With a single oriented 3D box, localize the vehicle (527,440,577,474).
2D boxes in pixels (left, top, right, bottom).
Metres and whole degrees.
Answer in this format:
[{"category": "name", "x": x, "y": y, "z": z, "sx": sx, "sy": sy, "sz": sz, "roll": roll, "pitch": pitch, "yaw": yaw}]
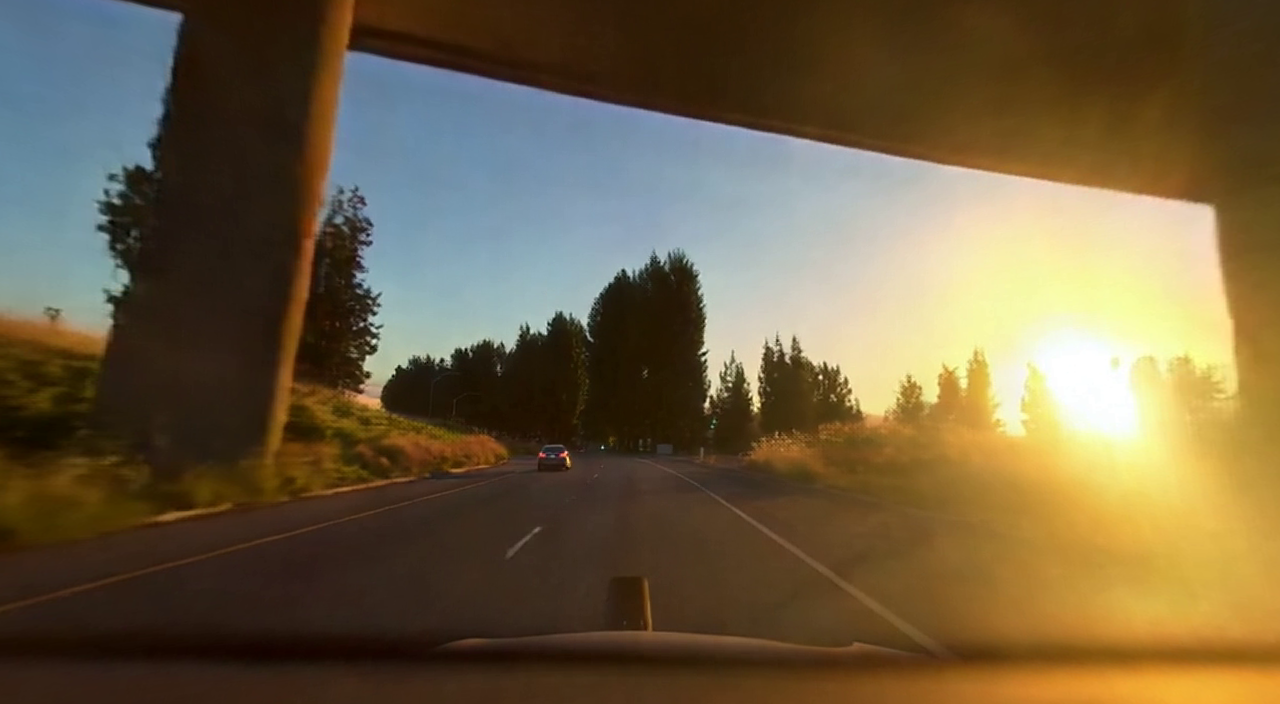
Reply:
[{"category": "vehicle", "x": -4.167, "y": 5.048, "z": 30.507, "sx": 1.968, "sy": 1.503, "sz": 4.443, "roll": 0, "pitch": -8, "yaw": -2}]
